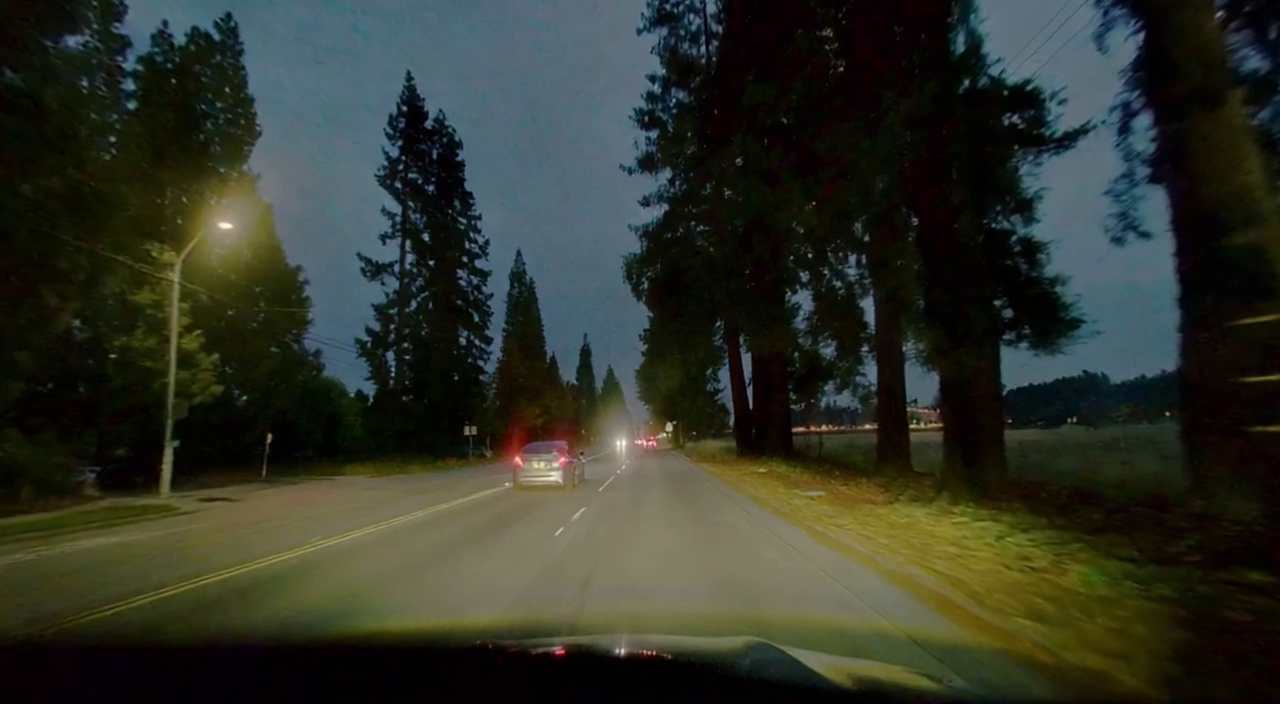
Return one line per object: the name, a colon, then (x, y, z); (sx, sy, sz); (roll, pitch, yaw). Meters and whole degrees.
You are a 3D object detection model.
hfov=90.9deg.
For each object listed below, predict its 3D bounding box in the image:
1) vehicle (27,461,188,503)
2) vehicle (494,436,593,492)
vehicle: (-20.010, 4.865, 23.802); (4.462, 1.455, 1.846); (-1, -8, 3)
vehicle: (-2.715, 3.281, 18.840); (2.153, 1.461, 4.374); (0, -8, 2)
